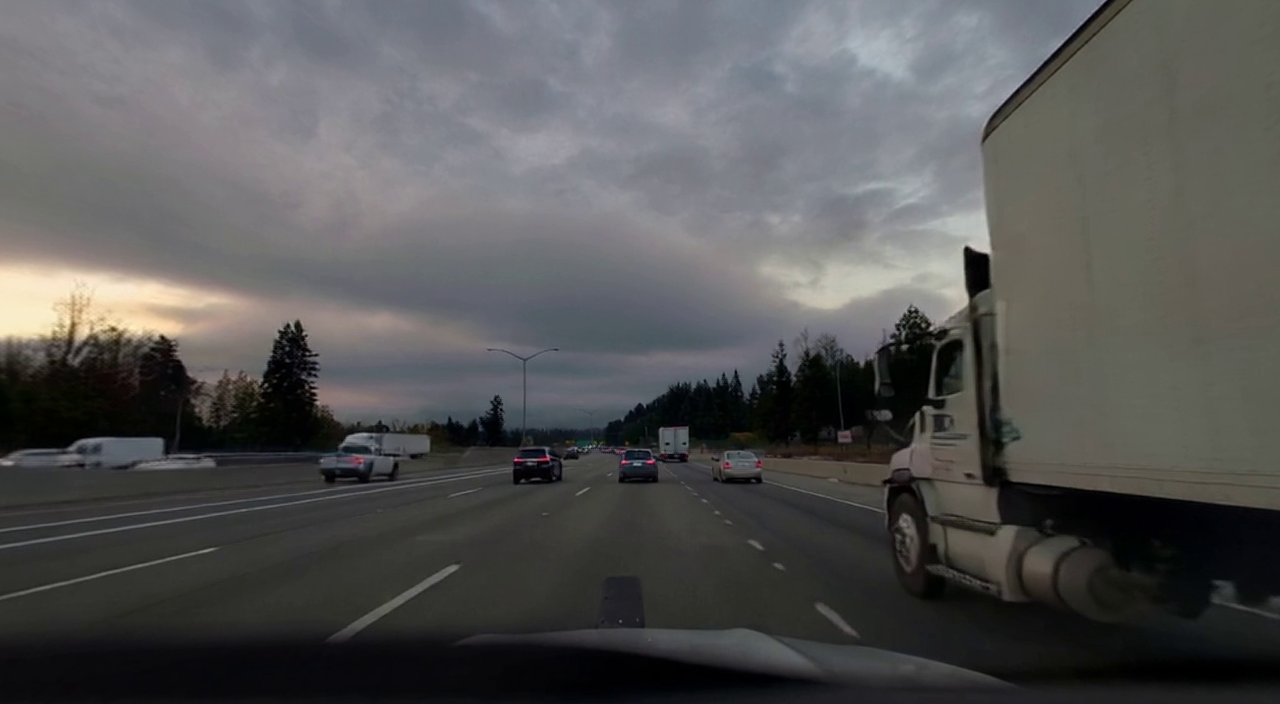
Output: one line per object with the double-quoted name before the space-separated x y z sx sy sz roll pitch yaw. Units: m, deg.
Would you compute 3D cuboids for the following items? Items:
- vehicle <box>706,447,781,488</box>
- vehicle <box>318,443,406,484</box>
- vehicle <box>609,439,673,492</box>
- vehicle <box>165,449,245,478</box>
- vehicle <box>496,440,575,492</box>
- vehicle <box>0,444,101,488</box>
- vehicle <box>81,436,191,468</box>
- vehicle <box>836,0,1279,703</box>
"vehicle" 4.013 4.563 25.394 2.146 1.482 4.665 0 -8 -1
"vehicle" -12.852 5.152 29.527 1.946 1.773 4.446 0 -9 2
"vehicle" 0.045 4.066 23.036 2.103 1.717 4.399 0 -9 0
"vehicle" -23.328 5.964 34.045 1.672 1.455 3.542 0 -9 2
"vehicle" -3.707 4.139 23.313 1.988 1.696 4.754 0 -8 1
"vehicle" -34.607 6.299 35.354 2.693 2.275 6.870 0 -8 1
"vehicle" -34.464 6.842 43.546 2.655 2.004 5.875 0 -8 1
"vehicle" 3.726 0.049 2.591 2.836 3.508 8.723 0 -8 -1
